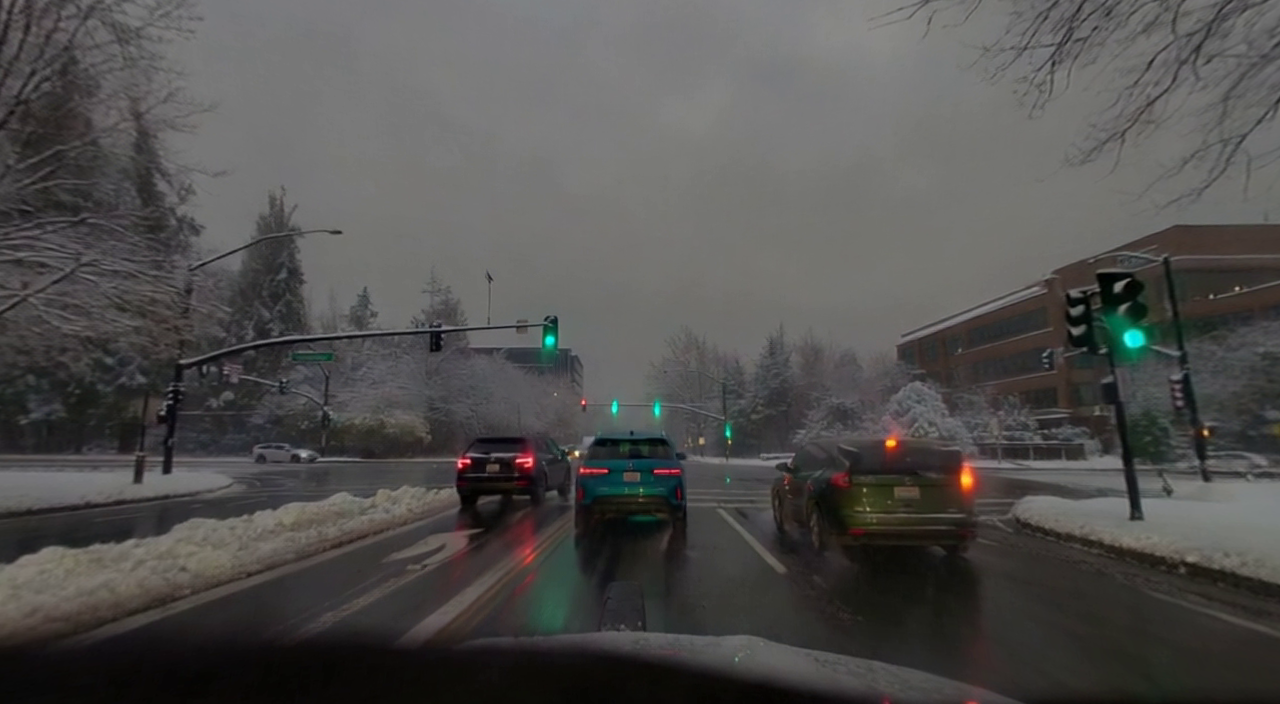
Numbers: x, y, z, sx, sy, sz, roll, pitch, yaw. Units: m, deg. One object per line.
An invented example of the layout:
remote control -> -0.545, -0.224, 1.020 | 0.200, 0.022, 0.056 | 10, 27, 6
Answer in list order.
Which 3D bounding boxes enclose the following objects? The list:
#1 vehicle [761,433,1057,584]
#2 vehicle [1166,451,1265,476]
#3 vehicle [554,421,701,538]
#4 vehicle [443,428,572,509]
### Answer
vehicle -> 3.081, 1.877, 8.483 | 2.056, 1.468, 4.520 | 0, -8, 1
vehicle -> 40.424, 7.826, 44.205 | 4.705, 1.631, 2.053 | -1, -8, 5
vehicle -> -0.171, 2.151, 11.206 | 2.108, 1.654, 4.235 | 0, -8, 0
vehicle -> -2.944, 2.689, 14.922 | 1.987, 1.633, 4.005 | 0, -8, 3
